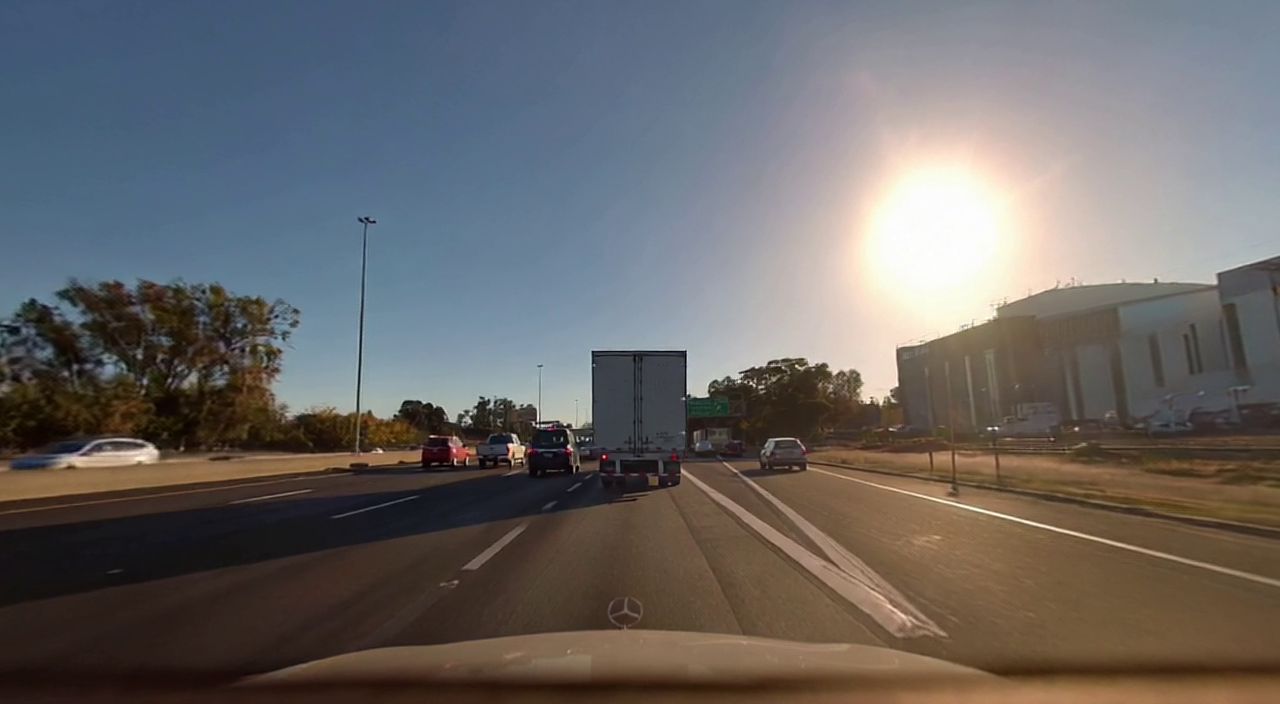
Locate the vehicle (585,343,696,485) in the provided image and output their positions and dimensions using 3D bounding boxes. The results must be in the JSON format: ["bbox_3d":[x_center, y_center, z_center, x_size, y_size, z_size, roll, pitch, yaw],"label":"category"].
[{"bbox_3d":[-0.057,2.374,21.805,2.941,3.794,9.851,0,-9,-1],"label":"vehicle"}]

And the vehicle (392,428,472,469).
[{"bbox_3d":[-10.575,4.990,32.658,2.089,1.885,5.888,0,-9,1],"label":"vehicle"}]

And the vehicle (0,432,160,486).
[{"bbox_3d":[-17.609,3.286,19.607,1.944,1.488,4.297,0,-9,0],"label":"vehicle"}]

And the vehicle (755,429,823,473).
[{"bbox_3d":[6.670,4.504,28.774,2.137,1.796,4.817,0,-9,3],"label":"vehicle"}]

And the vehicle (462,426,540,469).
[{"bbox_3d":[-6.860,4.844,31.986,2.479,1.978,5.952,0,-9,1],"label":"vehicle"}]

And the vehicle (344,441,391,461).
[{"bbox_3d":[-21.162,7.718,49.131,1.775,1.450,4.104,0,-9,1],"label":"vehicle"}]

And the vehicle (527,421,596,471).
[{"bbox_3d":[-3.530,4.424,29.694,2.379,2.075,6.169,0,-9,0],"label":"vehicle"}]
